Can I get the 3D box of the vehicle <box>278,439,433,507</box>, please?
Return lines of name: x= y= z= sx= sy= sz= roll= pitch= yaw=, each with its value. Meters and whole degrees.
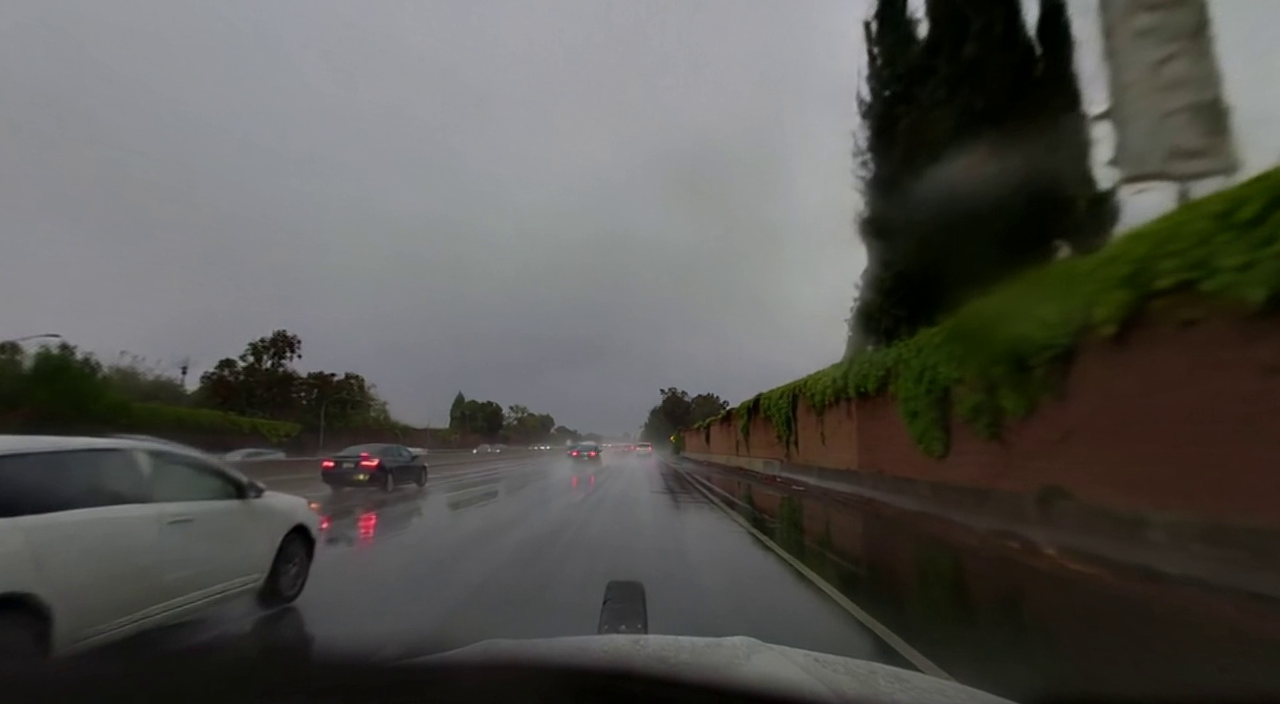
vehicle: x=-7.050 y=3.021 z=16.143 sx=1.942 sy=1.502 sz=4.216 roll=0 pitch=-8 yaw=1

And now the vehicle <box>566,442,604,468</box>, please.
vehicle: x=-3.592 y=6.863 z=41.999 sx=2.036 sy=1.636 sz=4.511 roll=0 pitch=-8 yaw=1

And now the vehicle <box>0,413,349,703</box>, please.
vehicle: x=-3.756 y=1.134 z=3.501 sx=1.945 sy=1.484 sz=4.803 roll=0 pitch=-8 yaw=0
